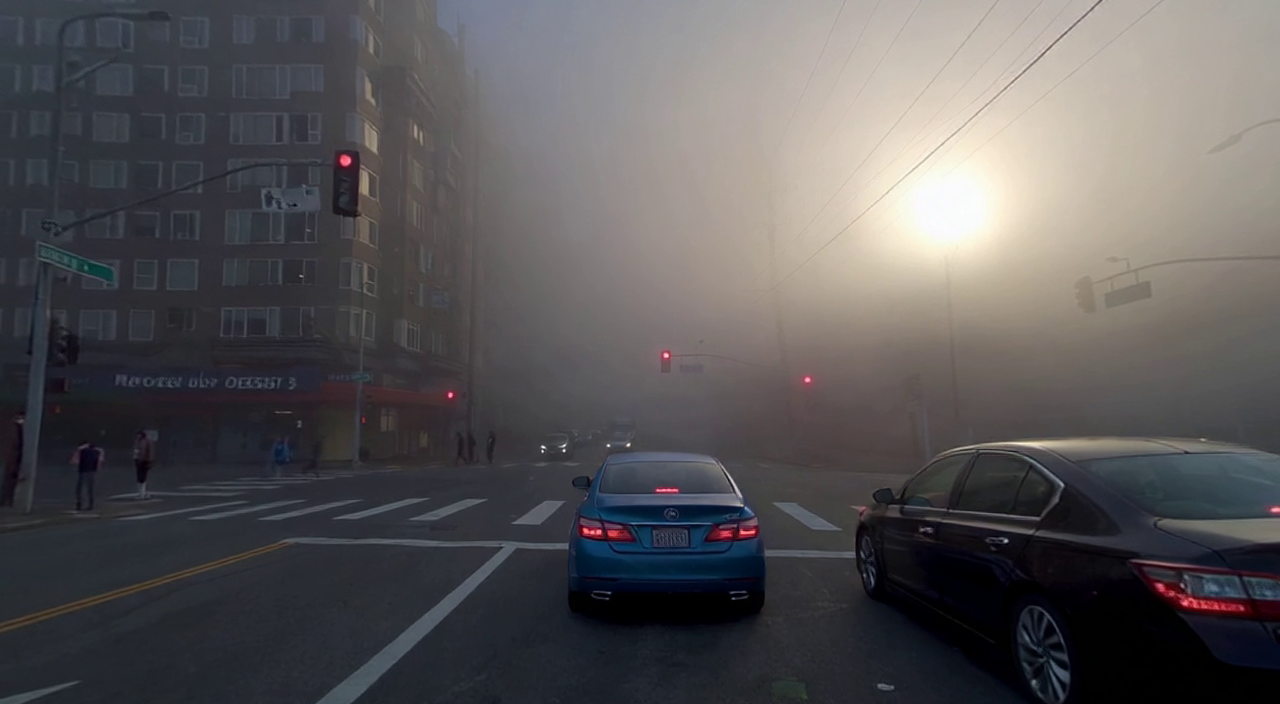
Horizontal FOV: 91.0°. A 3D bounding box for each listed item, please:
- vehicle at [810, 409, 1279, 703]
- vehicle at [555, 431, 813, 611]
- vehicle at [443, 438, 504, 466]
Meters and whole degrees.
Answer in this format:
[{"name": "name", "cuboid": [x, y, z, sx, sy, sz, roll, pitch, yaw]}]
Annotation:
[{"name": "vehicle", "cuboid": [2.819, 1.285, 4.550, 1.961, 1.498, 4.356, 0, -8, 0]}, {"name": "vehicle", "cuboid": [0.289, 1.698, 7.318, 2.132, 1.464, 4.089, 0, -8, -2]}, {"name": "vehicle", "cuboid": [-10.207, 6.172, 38.923, 2.030, 1.596, 3.912, -2, -9, 13]}]
